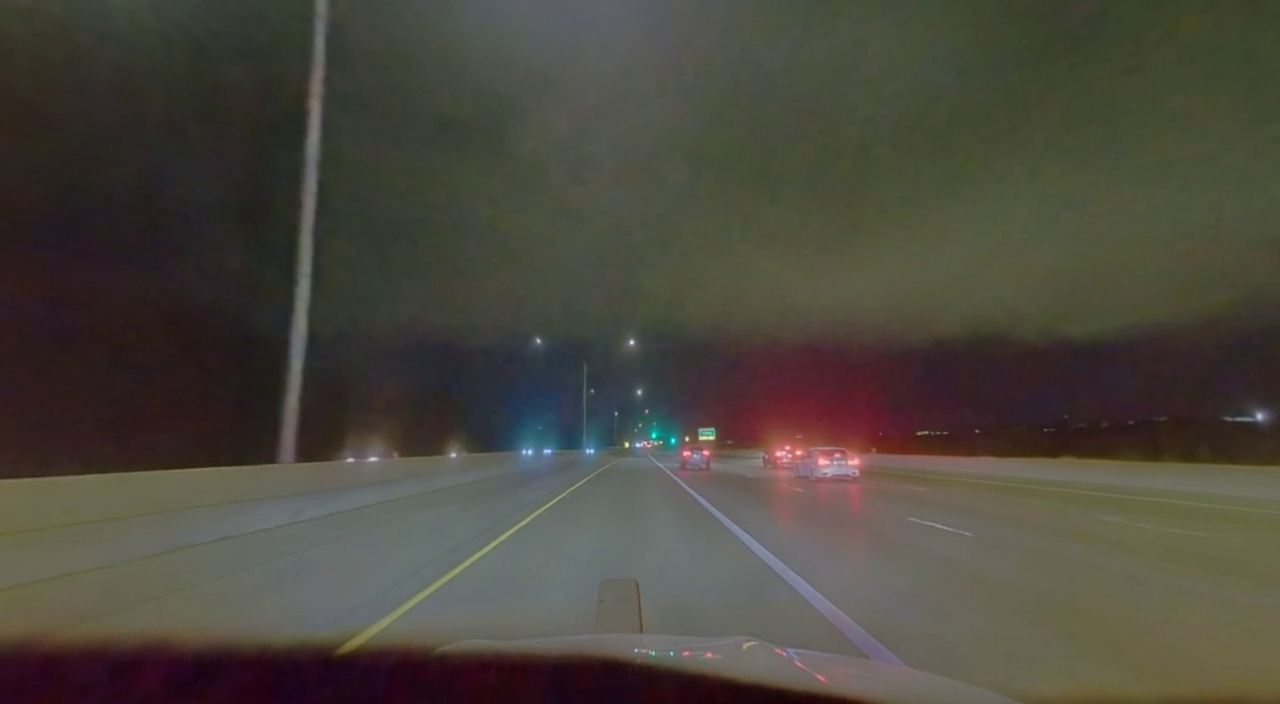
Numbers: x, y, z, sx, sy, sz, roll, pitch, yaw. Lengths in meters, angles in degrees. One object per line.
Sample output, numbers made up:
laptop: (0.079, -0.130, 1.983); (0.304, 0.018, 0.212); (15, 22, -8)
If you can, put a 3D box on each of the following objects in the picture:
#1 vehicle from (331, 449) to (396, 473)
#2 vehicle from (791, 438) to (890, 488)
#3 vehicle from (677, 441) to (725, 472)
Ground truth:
vehicle: (-18.212, 7.168, 41.854); (2.106, 1.363, 5.076); (0, -8, -1)
vehicle: (6.728, 3.753, 21.698); (2.038, 1.528, 3.910); (0, -9, -1)
vehicle: (3.254, 5.632, 34.386); (2.056, 1.553, 4.320); (0, -9, -1)
